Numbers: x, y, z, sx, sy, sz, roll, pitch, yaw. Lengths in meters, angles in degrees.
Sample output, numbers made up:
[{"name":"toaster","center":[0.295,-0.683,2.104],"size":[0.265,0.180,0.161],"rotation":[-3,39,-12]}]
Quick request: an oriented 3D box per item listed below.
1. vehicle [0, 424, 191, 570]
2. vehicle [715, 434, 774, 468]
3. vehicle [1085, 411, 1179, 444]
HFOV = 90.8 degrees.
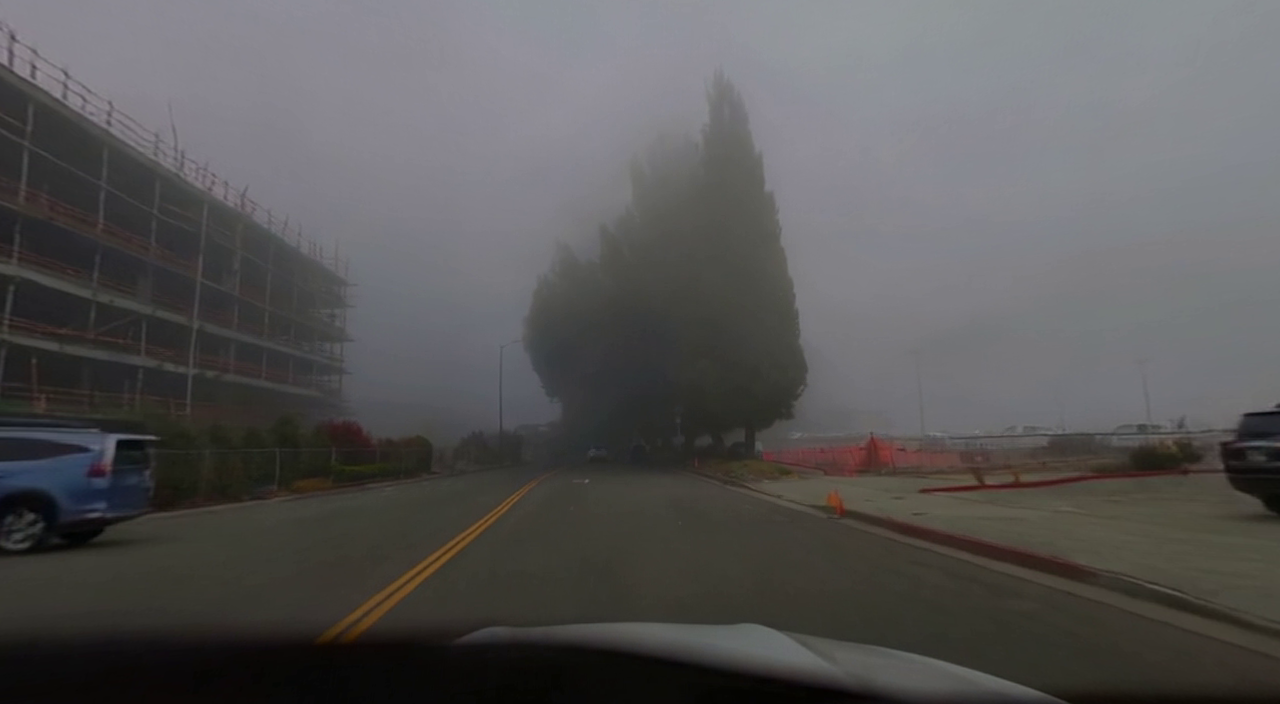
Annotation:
[{"name":"vehicle","center":[-9.184,2.249,10.463],"size":[1.515,2.074,2.668],"rotation":[0,-7,-3]},{"name":"vehicle","center":[6.313,6.120,39.136],"size":[2.267,1.911,5.816],"rotation":[1,-9,-4]},{"name":"vehicle","center":[29.836,4.659,38.499],"size":[1.923,1.823,4.343],"rotation":[-1,-9,-6]}]
